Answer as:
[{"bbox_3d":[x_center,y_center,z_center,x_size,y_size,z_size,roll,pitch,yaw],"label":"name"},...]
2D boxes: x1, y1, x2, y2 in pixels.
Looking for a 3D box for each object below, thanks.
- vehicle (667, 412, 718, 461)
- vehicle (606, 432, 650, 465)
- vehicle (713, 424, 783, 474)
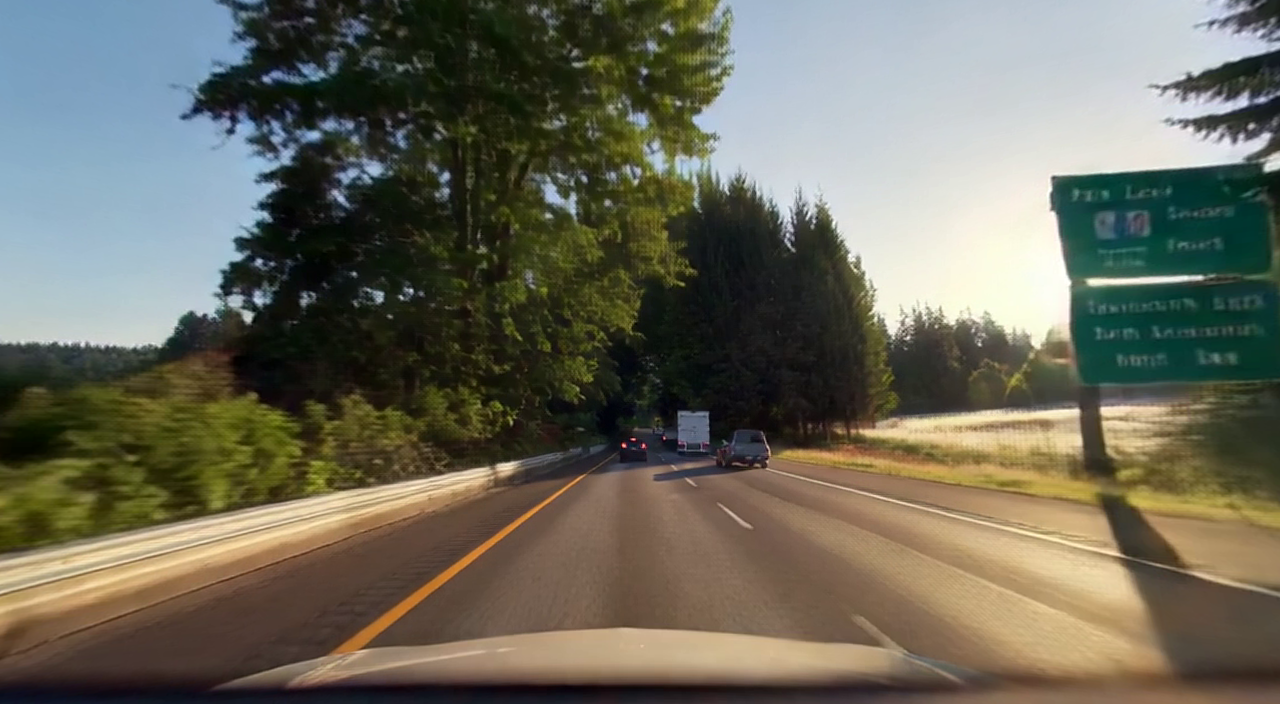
[{"bbox_3d":[3.416,5.771,43.046,2.728,3.053,7.708,0,-8,0],"label":"vehicle"},{"bbox_3d":[-0.639,5.189,34.086,2.206,1.681,4.111,0,-8,-1],"label":"vehicle"},{"bbox_3d":[4.397,3.994,26.290,2.073,1.905,4.023,0,-8,-2],"label":"vehicle"}]
